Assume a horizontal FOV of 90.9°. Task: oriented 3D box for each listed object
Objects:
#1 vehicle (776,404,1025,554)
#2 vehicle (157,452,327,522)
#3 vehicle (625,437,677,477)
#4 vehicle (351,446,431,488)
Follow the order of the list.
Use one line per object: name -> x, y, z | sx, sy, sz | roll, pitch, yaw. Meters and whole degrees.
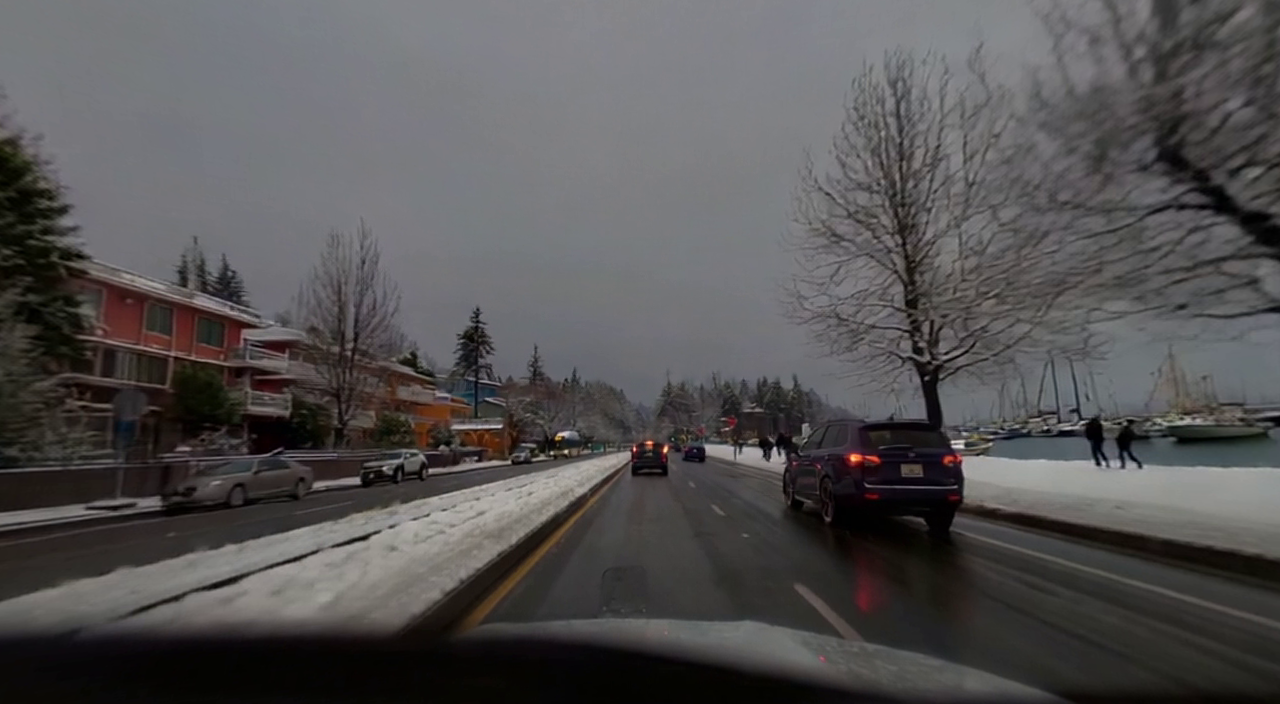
vehicle -> 3.649, 1.869, 9.923 | 2.000, 1.809, 4.405 | 0, -8, 0
vehicle -> -10.340, 3.485, 16.810 | 2.025, 1.465, 3.959 | -2, -8, -1
vehicle -> 0.436, 4.612, 27.895 | 2.132, 1.632, 3.838 | 0, -8, 0
vehicle -> -10.259, 4.733, 26.324 | 1.701, 1.528, 3.881 | -1, -7, 1
